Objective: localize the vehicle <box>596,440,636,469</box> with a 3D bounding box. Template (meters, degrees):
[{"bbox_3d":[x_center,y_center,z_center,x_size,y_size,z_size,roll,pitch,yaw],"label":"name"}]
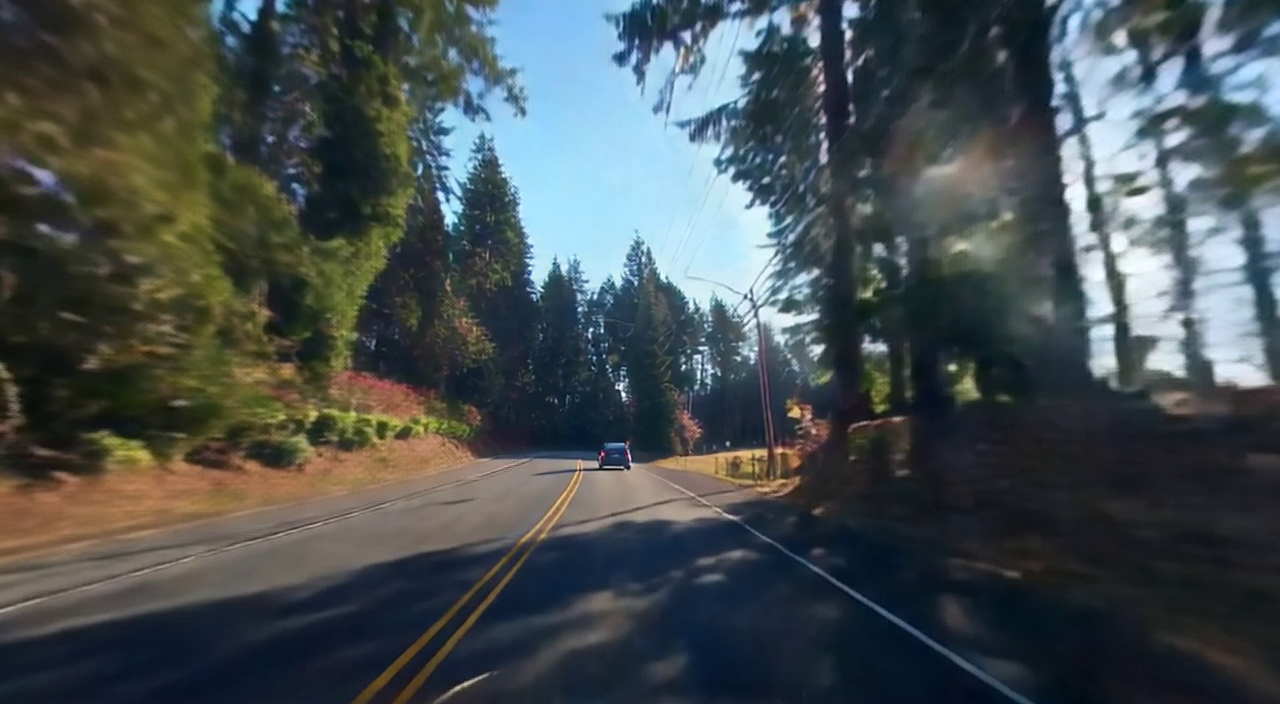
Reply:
[{"bbox_3d":[-1.444,5.918,36.649,2.059,1.524,3.963,3,-9,-4],"label":"vehicle"}]
